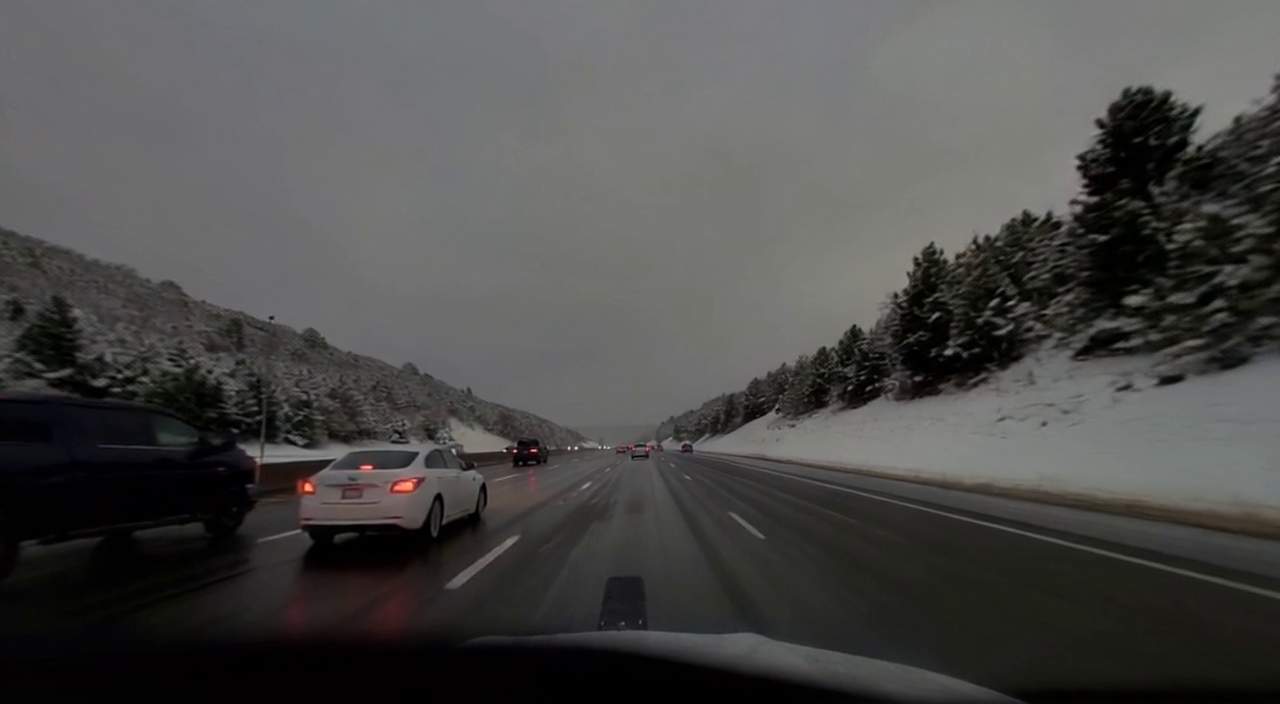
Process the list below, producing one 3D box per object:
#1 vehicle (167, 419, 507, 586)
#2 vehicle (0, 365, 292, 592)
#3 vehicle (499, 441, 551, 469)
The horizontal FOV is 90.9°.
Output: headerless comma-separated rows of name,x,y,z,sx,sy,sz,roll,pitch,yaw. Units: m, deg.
vehicle,-3.334,1.744,8.242,2.091,1.552,4.516,0,-8,2
vehicle,-7.128,1.379,7.267,2.589,2.063,6.206,0,-8,1
vehicle,-6.667,6.028,37.089,2.047,1.532,4.980,0,-8,1
